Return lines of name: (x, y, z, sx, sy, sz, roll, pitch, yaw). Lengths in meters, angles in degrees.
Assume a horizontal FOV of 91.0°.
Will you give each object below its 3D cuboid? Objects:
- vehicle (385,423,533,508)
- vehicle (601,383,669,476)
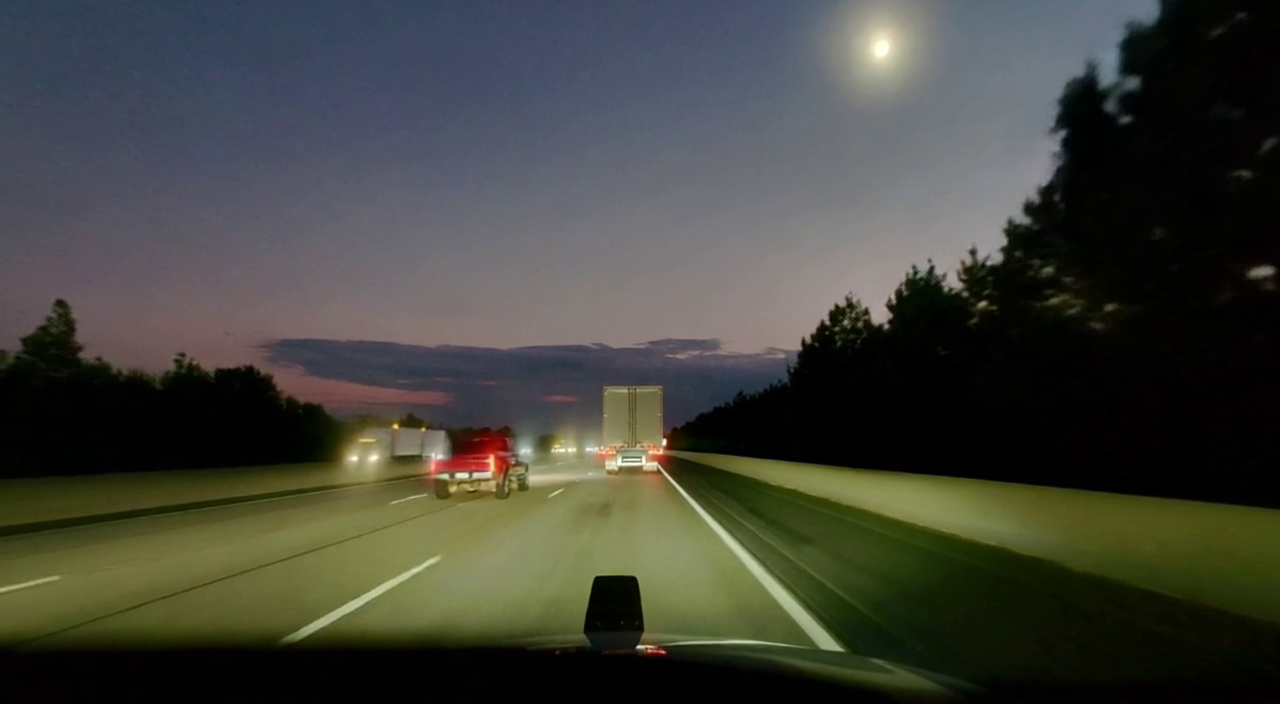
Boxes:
vehicle: (-4.380, 2.852, 16.311, 2.285, 1.833, 4.984, 0, -8, 1)
vehicle: (-0.246, 4.292, 33.974, 3.052, 4.132, 11.336, 0, -8, 0)
